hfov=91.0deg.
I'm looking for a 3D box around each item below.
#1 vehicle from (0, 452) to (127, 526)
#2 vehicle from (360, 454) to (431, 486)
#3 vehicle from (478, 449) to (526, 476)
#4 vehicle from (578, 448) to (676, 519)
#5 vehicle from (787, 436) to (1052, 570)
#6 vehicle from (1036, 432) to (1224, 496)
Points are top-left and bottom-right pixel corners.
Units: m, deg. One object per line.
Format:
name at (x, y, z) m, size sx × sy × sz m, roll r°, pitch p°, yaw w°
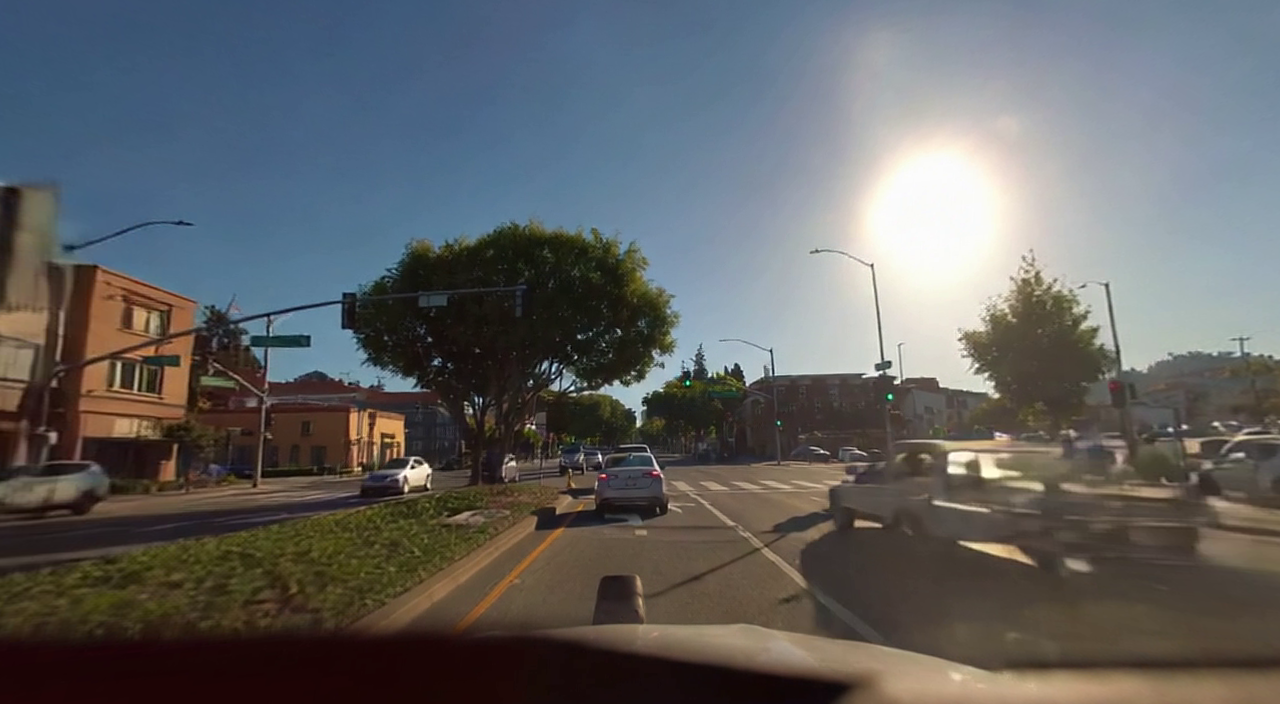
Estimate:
vehicle at (-16.045, 3.509, 16.266) m, size 1.936 × 1.733 × 4.087 m, roll -3°, pitch -10°, yaw 3°
vehicle at (-12.385, 5.975, 32.157) m, size 1.904 × 1.475 × 4.068 m, roll 0°, pitch -9°, yaw 1°
vehicle at (-8.594, 6.919, 39.654) m, size 1.966 × 1.571 × 4.479 m, roll 0°, pitch -9°, yaw 1°
vehicle at (-0.306, 3.034, 15.128) m, size 2.010 × 1.447 × 4.121 m, roll 0°, pitch -9°, yaw -1°
vehicle at (3.644, 2.014, 9.128) m, size 2.023 × 1.506 × 3.816 m, roll 0°, pitch -9°, yaw -1°
vehicle at (13.062, 2.997, 17.159) m, size 1.887 × 1.504 × 3.898 m, roll 0°, pitch -9°, yaw -1°
